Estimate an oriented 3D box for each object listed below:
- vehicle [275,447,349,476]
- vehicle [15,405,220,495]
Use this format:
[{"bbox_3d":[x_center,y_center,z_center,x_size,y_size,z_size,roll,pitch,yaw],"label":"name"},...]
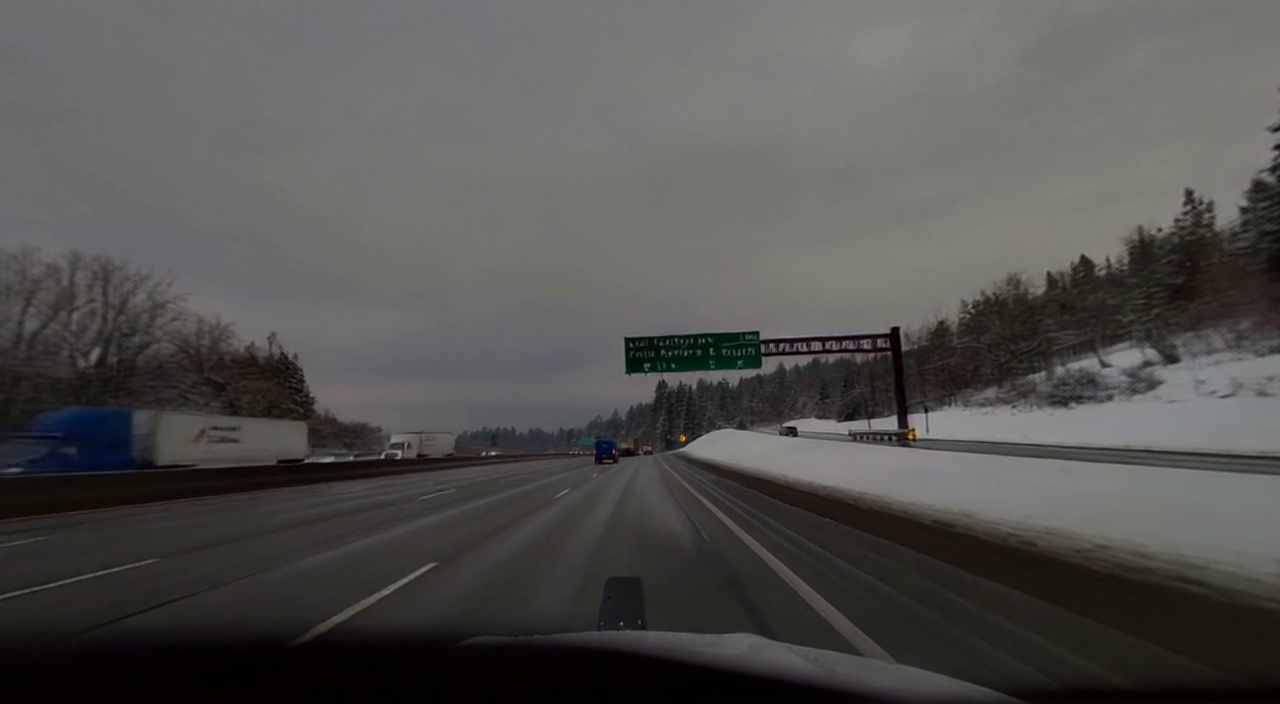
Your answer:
[{"bbox_3d":[-21.651,7.220,41.712,2.157,1.715,4.929,0,-8,1],"label":"vehicle"},{"bbox_3d":[-25.759,4.939,31.790,2.998,3.912,8.302,0,-8,1],"label":"vehicle"}]
